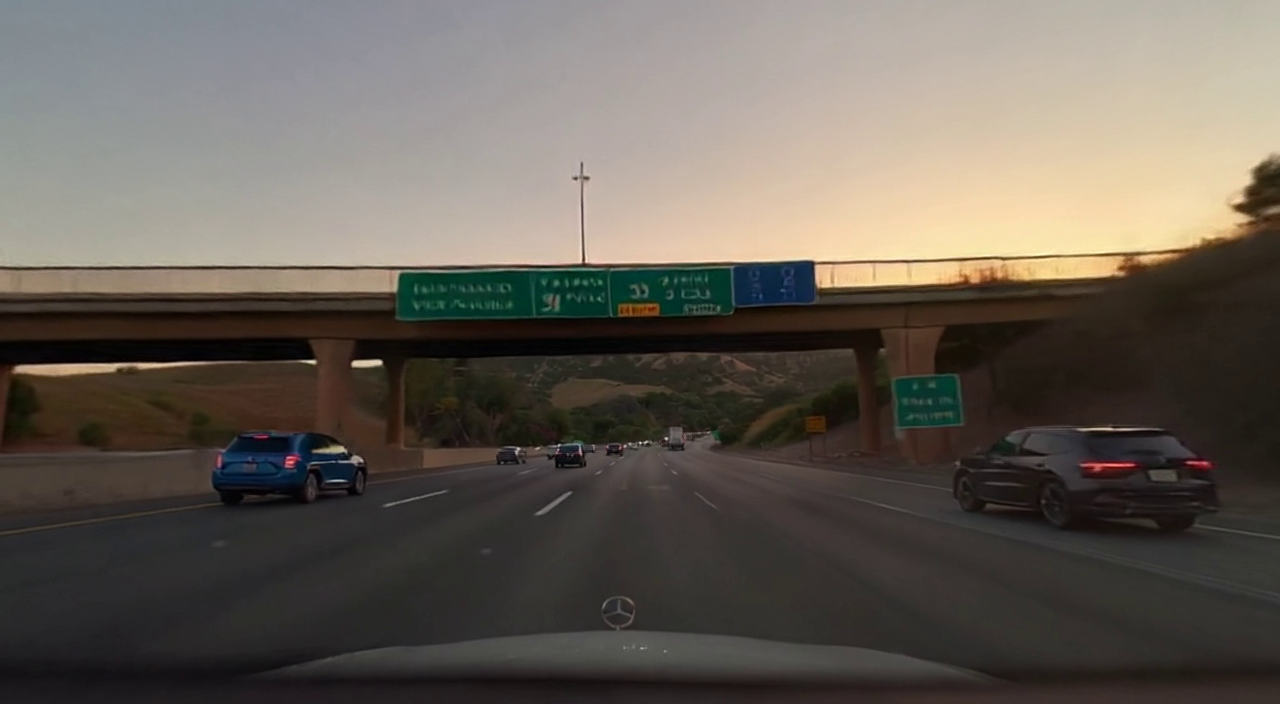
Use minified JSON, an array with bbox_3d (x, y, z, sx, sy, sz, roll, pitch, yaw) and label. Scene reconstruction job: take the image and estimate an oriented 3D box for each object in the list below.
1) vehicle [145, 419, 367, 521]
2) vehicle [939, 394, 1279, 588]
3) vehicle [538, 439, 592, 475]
[{"bbox_3d":[-7.415,2.319,12.838,1.860,1.694,4.173,0,-9,0],"label":"vehicle"},{"bbox_3d":[5.871,1.588,7.982,1.950,1.719,4.545,0,-9,0],"label":"vehicle"},{"bbox_3d":[-3.384,4.820,29.266,1.925,1.509,4.363,0,-9,1],"label":"vehicle"}]
